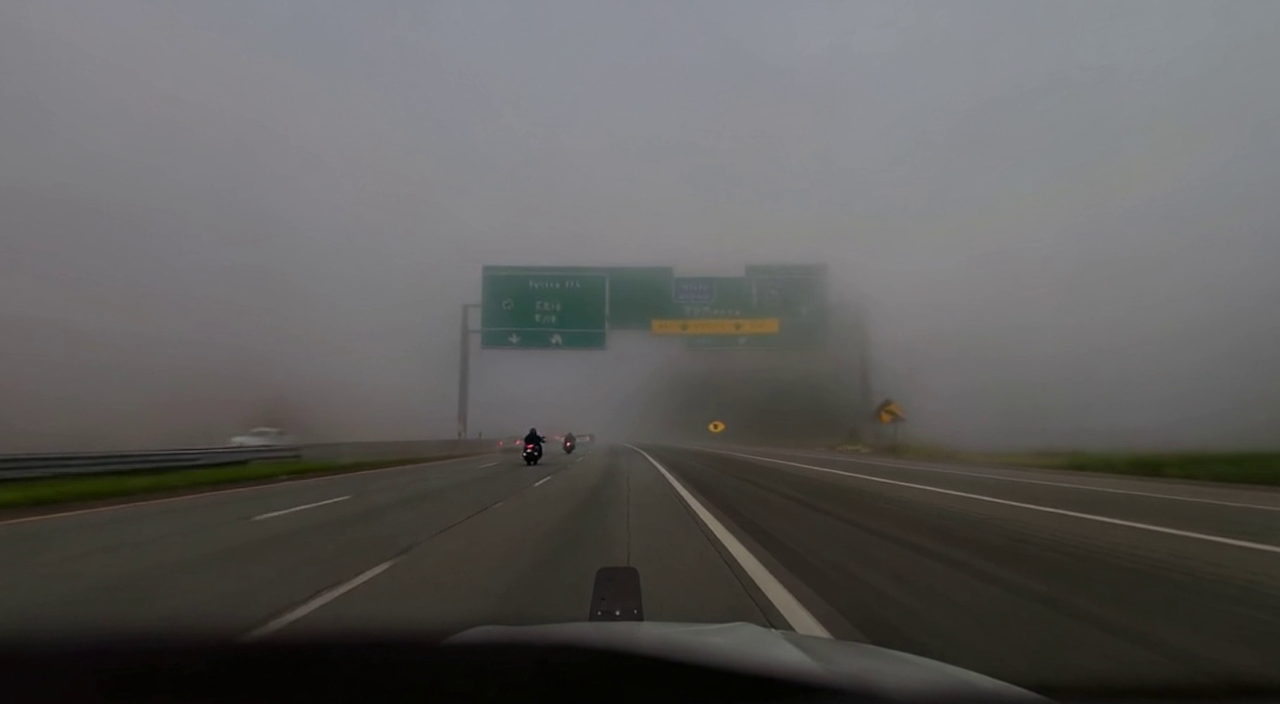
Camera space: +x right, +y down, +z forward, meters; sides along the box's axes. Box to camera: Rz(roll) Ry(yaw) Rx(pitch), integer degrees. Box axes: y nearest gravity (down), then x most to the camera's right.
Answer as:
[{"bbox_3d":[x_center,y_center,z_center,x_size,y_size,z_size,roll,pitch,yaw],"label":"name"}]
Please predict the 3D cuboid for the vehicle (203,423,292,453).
[{"bbox_3d":[-20.925,4.625,33.871,1.905,1.523,4.576,0,-8,-1],"label":"vehicle"}]

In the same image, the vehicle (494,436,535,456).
[{"bbox_3d":[-9.307,6.967,47.103,2.053,1.409,4.704,0,-8,0],"label":"vehicle"}]
